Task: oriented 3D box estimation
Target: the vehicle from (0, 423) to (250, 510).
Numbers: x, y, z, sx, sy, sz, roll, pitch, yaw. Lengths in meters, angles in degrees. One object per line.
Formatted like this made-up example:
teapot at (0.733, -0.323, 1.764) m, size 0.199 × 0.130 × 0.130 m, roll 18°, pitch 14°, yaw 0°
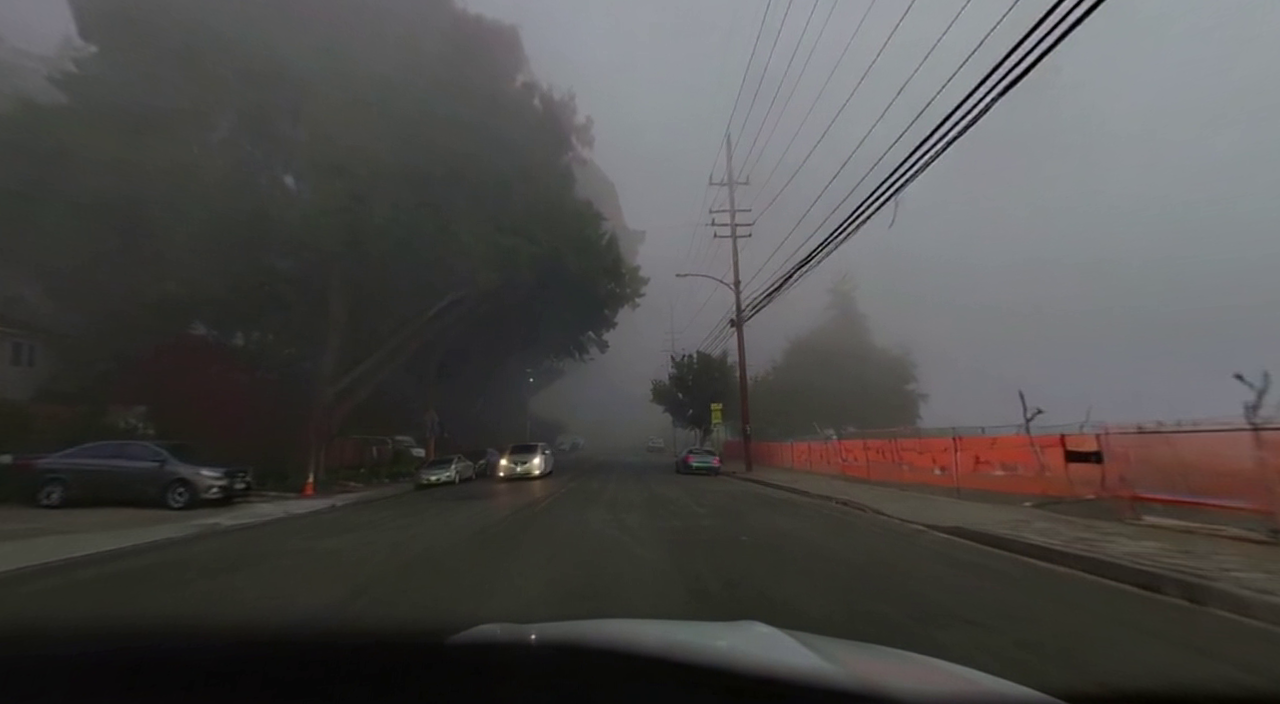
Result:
vehicle at (-12.316, 2.657, 14.874) m, size 4.780 × 1.867 × 2.108 m, roll 0°, pitch -8°, yaw -3°

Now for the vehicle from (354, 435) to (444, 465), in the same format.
vehicle at (-15.308, 6.270, 40.332) m, size 4.833 × 1.831 × 2.066 m, roll 0°, pitch -8°, yaw -1°

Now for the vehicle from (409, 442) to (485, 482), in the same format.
vehicle at (-8.225, 4.720, 27.362) m, size 2.041 × 1.480 × 4.474 m, roll -2°, pitch -9°, yaw -2°

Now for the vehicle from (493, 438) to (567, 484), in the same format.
vehicle at (-4.254, 4.266, 25.063) m, size 2.068 × 1.543 × 4.523 m, roll -3°, pitch -8°, yaw 0°

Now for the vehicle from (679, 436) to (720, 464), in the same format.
vehicle at (3.456, 5.761, 37.328) m, size 1.902 × 1.542 × 4.099 m, roll 0°, pitch -8°, yaw -2°
